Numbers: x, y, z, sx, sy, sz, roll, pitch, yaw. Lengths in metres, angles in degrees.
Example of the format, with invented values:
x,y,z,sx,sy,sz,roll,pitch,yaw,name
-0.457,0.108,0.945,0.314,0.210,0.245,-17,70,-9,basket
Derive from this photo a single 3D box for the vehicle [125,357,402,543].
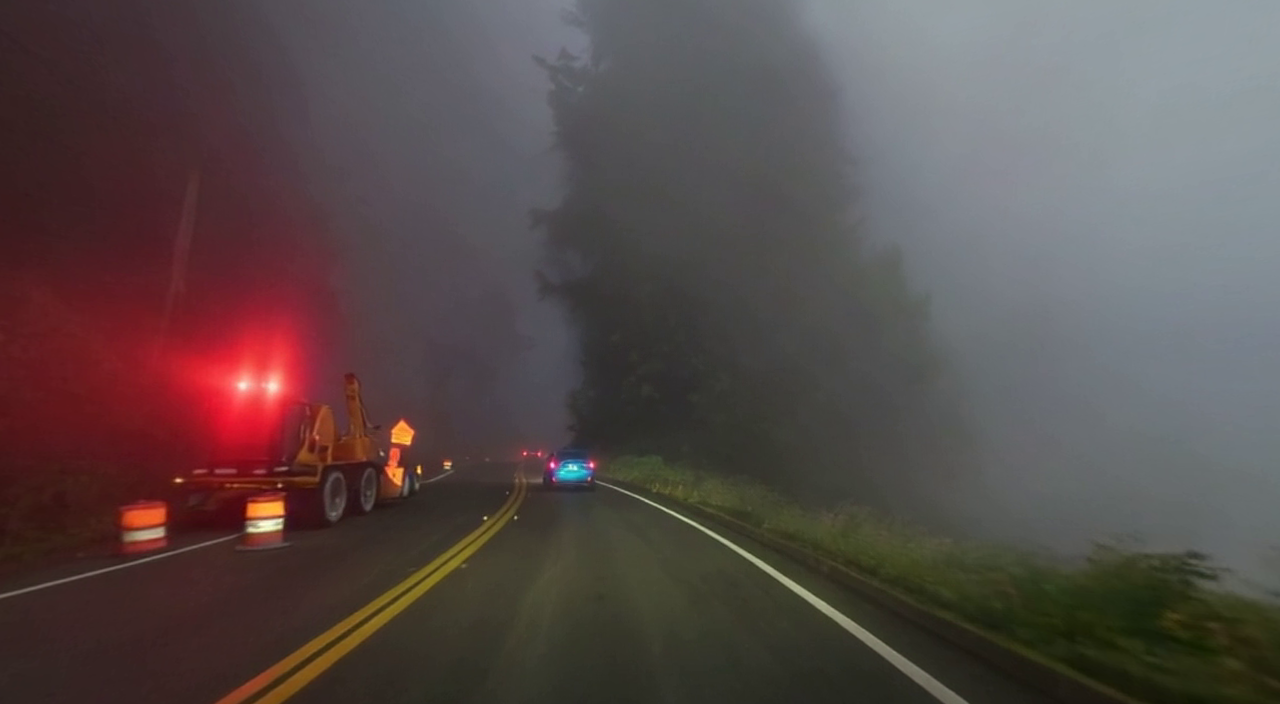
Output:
x,y,z,sx,sy,sz,roll,pitch,yaw,name
-6.060,1.661,10.965,2.257,2.597,4.069,0,-9,-2,vehicle

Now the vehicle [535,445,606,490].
x,y,z,sx,sy,sz,roll,pitch,yaw,name
-2.692,4.223,23.459,2.259,1.503,4.075,2,-9,-11,vehicle
